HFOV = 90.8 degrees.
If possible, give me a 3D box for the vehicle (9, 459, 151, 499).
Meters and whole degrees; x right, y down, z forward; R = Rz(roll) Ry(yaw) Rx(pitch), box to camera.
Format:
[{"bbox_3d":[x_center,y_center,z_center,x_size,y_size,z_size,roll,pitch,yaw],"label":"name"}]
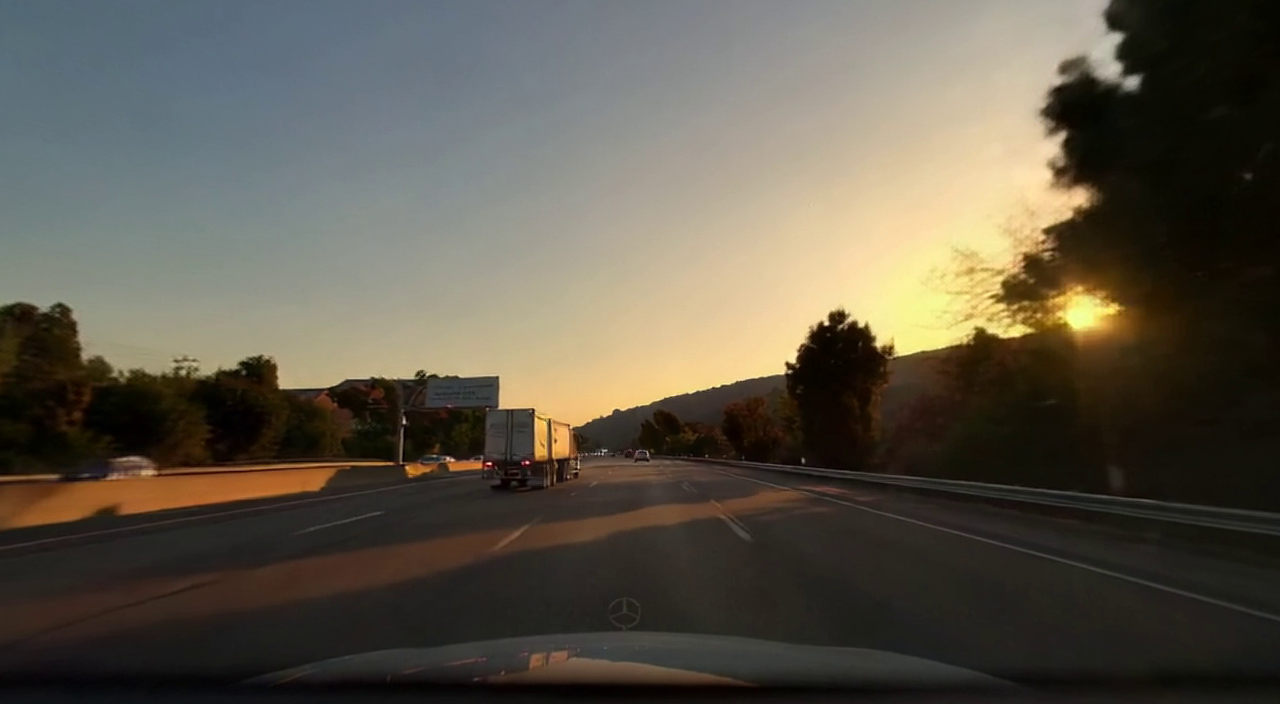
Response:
[{"bbox_3d":[-22.894,5.171,26.066,1.789,1.452,4.408,0,-9,0],"label":"vehicle"}]
